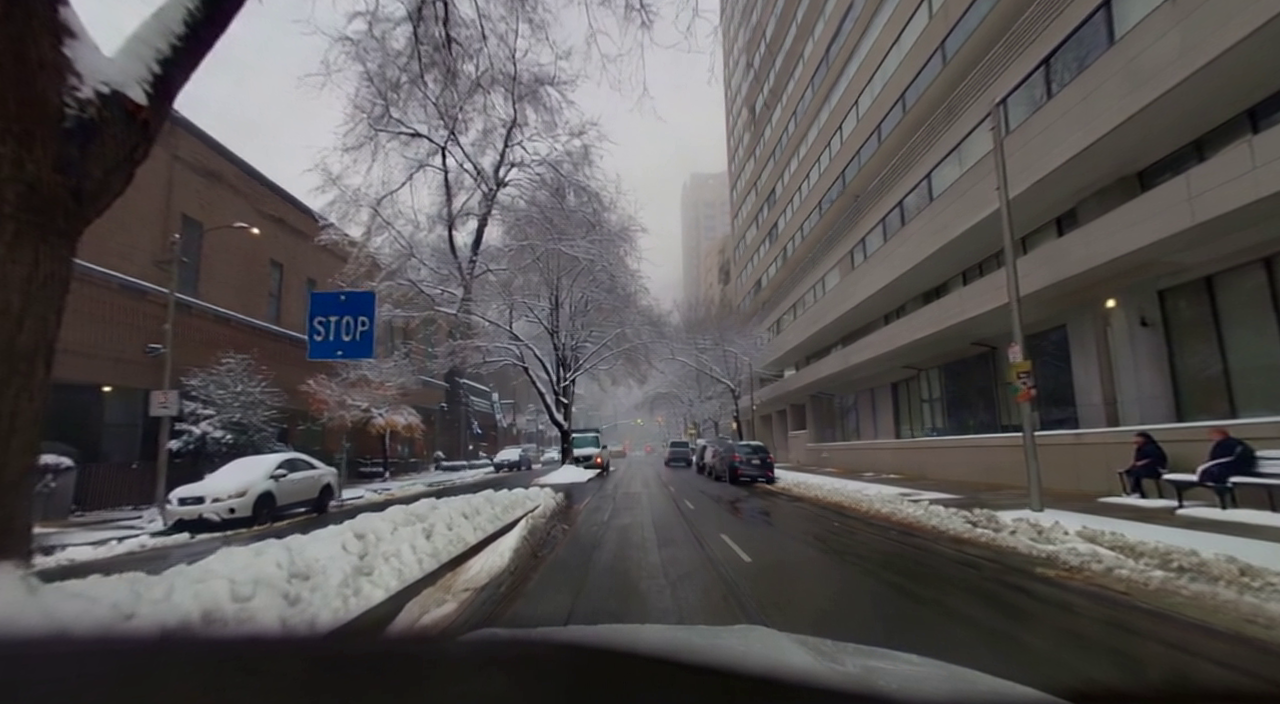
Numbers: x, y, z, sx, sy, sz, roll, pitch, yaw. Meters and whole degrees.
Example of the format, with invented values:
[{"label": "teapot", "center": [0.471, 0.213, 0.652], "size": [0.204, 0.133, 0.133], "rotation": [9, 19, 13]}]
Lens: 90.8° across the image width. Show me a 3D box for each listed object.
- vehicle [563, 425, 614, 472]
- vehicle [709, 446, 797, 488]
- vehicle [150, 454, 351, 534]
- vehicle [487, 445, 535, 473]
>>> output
[{"label": "vehicle", "center": [-2.983, 5.841, 38.463], "size": [2.317, 2.596, 6.053], "rotation": [0, -8, 3]}, {"label": "vehicle", "center": [4.590, 4.512, 25.239], "size": [1.858, 1.491, 4.329], "rotation": [-6, -10, 33]}, {"label": "vehicle", "center": [-8.771, 3.187, 14.804], "size": [2.007, 1.503, 4.343], "rotation": [0, -8, -1]}, {"label": "vehicle", "center": [-8.853, 7.371, 43.763], "size": [2.256, 1.802, 4.333], "rotation": [0, -8, 1]}]
